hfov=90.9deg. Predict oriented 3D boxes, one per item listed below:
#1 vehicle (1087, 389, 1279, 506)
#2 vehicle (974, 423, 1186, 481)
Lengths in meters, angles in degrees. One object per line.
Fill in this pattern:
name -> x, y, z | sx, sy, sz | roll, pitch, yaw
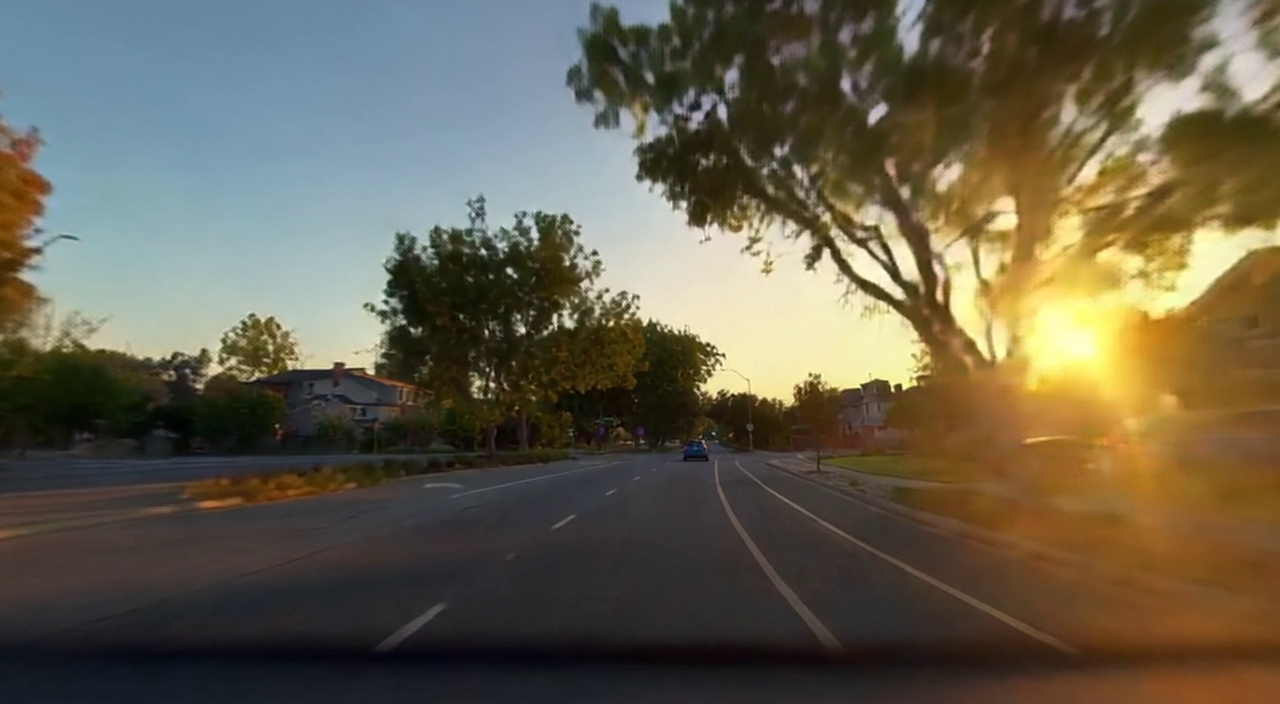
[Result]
vehicle -> 11.929, 1.841, 12.226 | 4.672, 2.044, 2.248 | -1, -8, 4
vehicle -> 12.453, 2.863, 18.144 | 4.544, 1.535, 1.921 | -1, -8, 5
